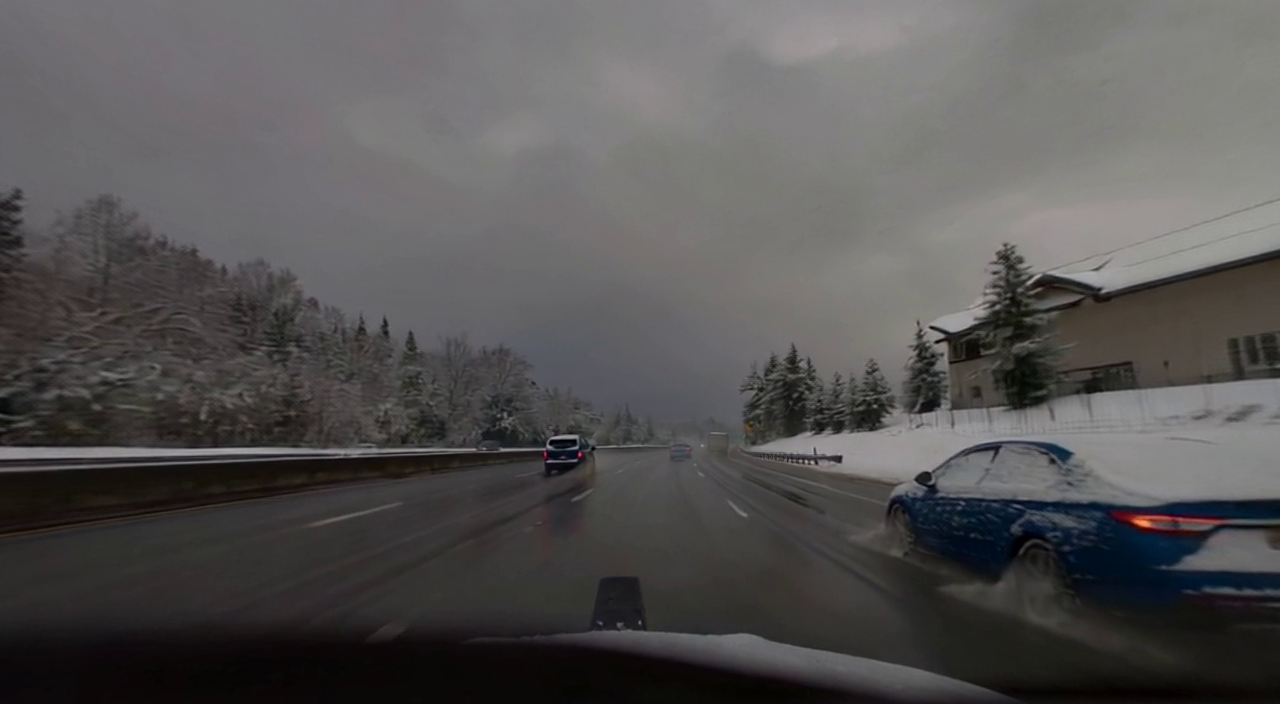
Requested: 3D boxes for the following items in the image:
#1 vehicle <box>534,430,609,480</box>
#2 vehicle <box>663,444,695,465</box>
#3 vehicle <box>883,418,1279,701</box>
[{"bbox_3d":[-2.634,4.147,25.556,2.185,1.823,4.854,0,-9,4],"label":"vehicle"},{"bbox_3d":[2.814,7.224,44.603,2.158,1.458,3.656,-1,-9,5],"label":"vehicle"},{"bbox_3d":[4.151,1.453,5.675,2.131,1.497,4.456,0,-9,0],"label":"vehicle"}]
